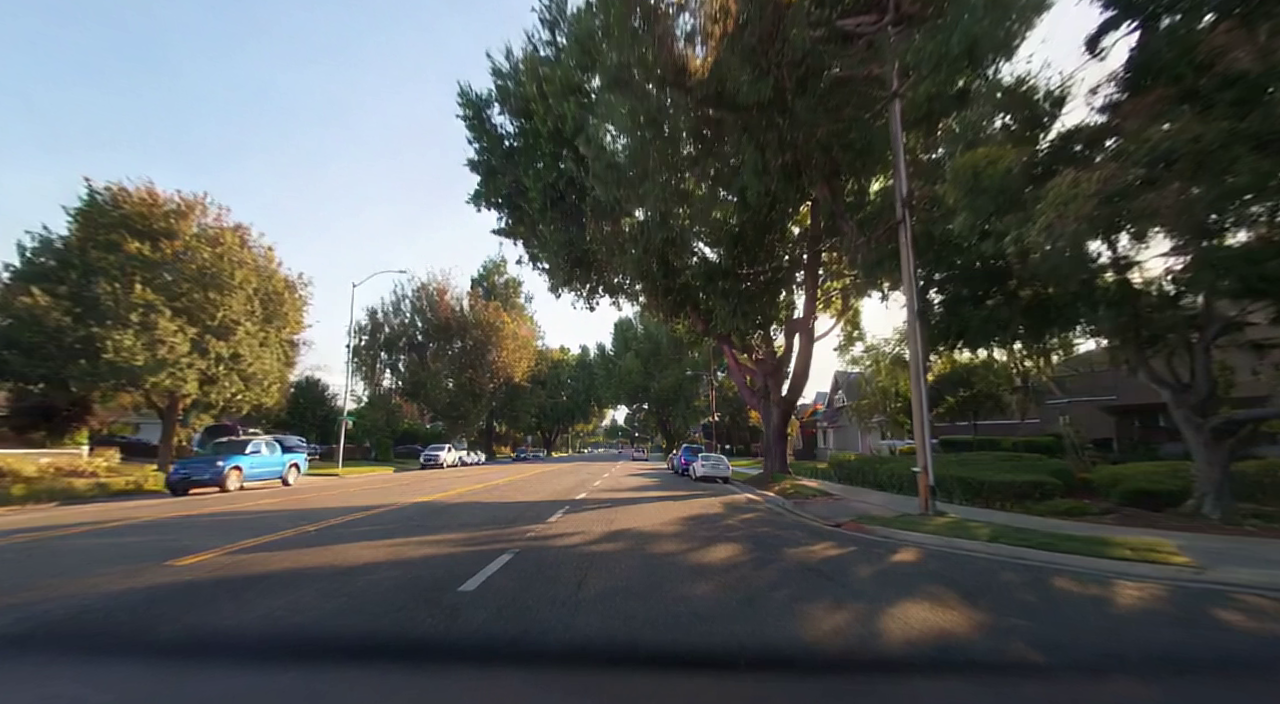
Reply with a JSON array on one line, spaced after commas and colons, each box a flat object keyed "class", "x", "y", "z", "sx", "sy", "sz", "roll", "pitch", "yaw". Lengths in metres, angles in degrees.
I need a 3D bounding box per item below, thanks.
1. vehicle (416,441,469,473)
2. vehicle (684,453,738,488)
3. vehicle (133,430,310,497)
[{"class": "vehicle", "x": -14.075, "y": 7.440, "z": 45.361, "sx": 2.155, "sy": 1.991, "sz": 5.722, "roll": -3, "pitch": -8, "yaw": -2}, {"class": "vehicle", "x": 3.423, "y": 5.796, "z": 31.377, "sx": 1.911, "sy": 1.471, "sz": 5.151, "roll": 0, "pitch": -8, "yaw": -2}, {"class": "vehicle", "x": -14.001, "y": 3.787, "z": 21.706, "sx": 2.253, "sy": 1.969, "sz": 5.398, "roll": 0, "pitch": -9, "yaw": 1}]
